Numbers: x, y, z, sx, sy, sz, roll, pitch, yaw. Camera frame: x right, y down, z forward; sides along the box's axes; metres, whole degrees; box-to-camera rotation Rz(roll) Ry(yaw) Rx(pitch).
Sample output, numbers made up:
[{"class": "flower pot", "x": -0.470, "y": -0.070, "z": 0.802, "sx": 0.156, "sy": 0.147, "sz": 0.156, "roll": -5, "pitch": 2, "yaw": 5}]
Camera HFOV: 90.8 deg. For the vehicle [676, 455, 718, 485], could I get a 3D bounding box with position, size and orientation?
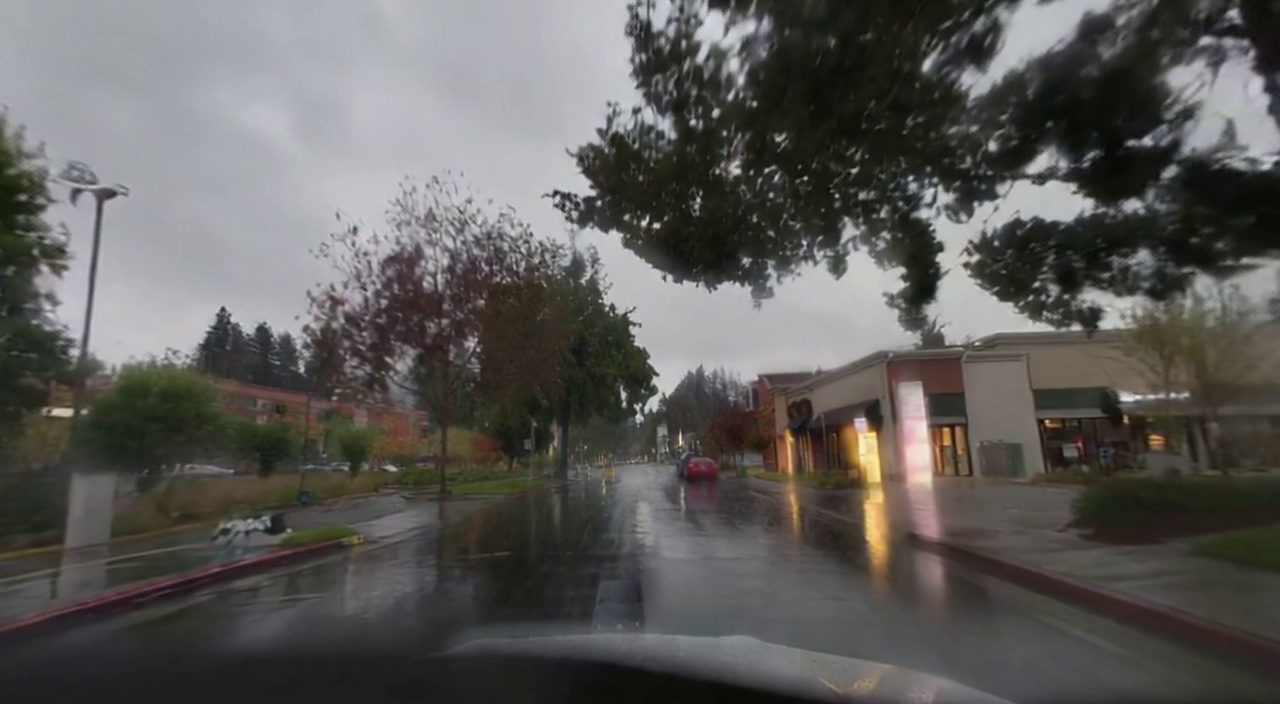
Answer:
[{"class": "vehicle", "x": 3.162, "y": 6.672, "z": 35.921, "sx": 2.064, "sy": 1.532, "sz": 4.596, "roll": 0, "pitch": -9, "yaw": 1}]
